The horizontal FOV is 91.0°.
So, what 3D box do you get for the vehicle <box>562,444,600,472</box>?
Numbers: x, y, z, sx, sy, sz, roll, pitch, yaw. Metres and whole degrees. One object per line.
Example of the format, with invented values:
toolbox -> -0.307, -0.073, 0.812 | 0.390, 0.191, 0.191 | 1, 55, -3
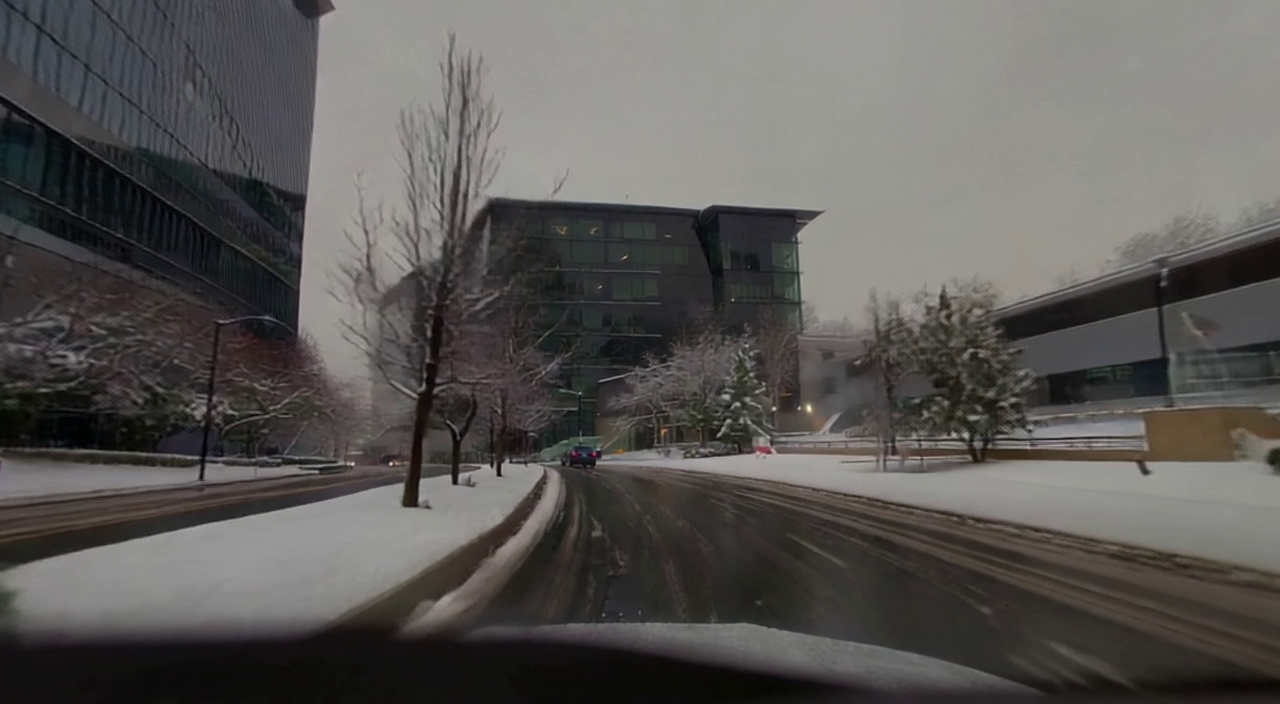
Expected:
vehicle -> -4.183, 7.353, 44.076 | 2.129, 1.816, 4.851 | 2, -9, -12
